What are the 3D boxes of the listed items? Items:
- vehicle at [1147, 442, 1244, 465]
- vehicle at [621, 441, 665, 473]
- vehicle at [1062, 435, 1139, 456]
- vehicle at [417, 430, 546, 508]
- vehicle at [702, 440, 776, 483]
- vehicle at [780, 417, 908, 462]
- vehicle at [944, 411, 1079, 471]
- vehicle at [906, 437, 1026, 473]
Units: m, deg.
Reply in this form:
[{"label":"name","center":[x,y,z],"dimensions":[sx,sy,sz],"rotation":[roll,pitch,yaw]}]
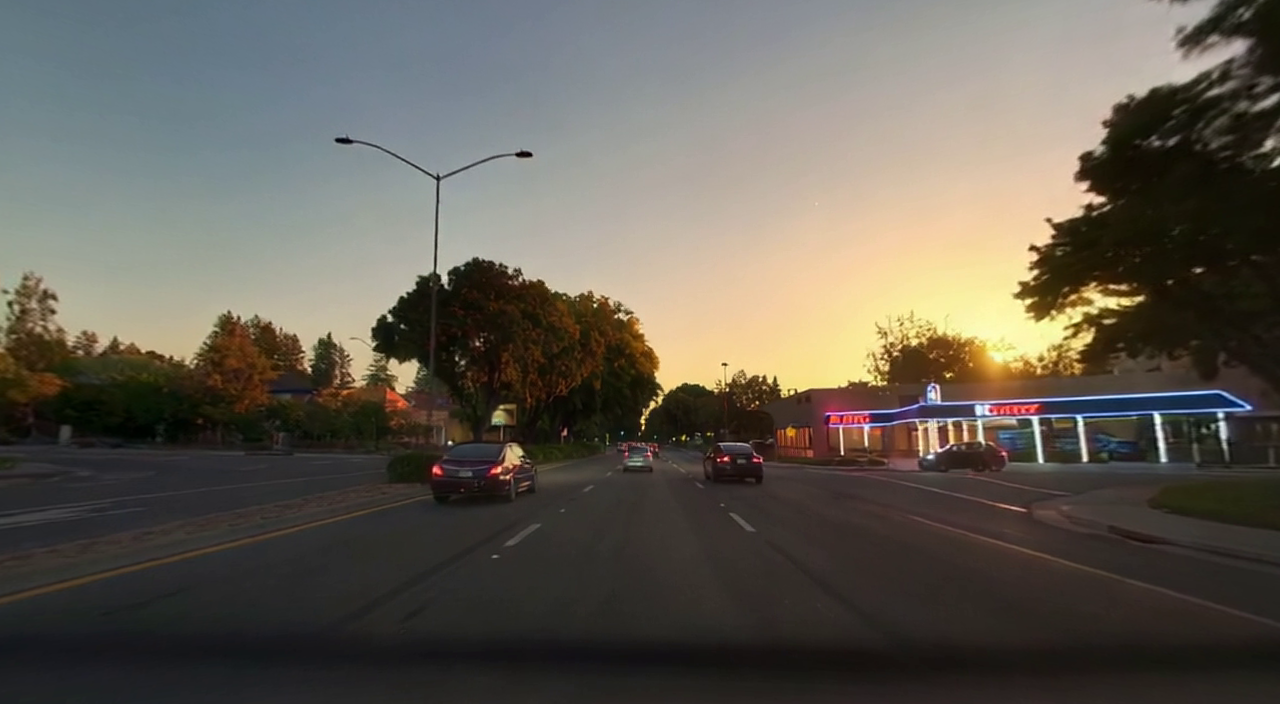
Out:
[{"label":"vehicle","center":[34.390,6.290,39.102],"dimensions":[4.212,1.423,1.764],"rotation":[-1,-8,2]},{"label":"vehicle","center":[0.172,5.245,31.673],"dimensions":[2.059,1.477,4.216],"rotation":[0,-8,1]},{"label":"vehicle","center":[34.885,7.112,47.810],"dimensions":[4.434,1.514,1.763],"rotation":[0,-8,0]},{"label":"vehicle","center":[-3.647,2.772,15.357],"dimensions":[1.995,1.607,4.086],"rotation":[0,-8,1]},{"label":"vehicle","center":[3.654,4.138,24.142],"dimensions":[2.012,1.462,4.400],"rotation":[0,-8,-1]},{"label":"vehicle","center":[14.965,6.548,46.832],"dimensions":[8.343,3.028,3.002],"rotation":[-1,-10,3]},{"label":"vehicle","center":[21.873,5.347,37.848],"dimensions":[2.928,3.123,8.236],"rotation":[-1,-8,-1]},{"label":"vehicle","center":[15.402,4.896,30.055],"dimensions":[4.578,1.620,2.047],"rotation":[-2,-9,11]}]
